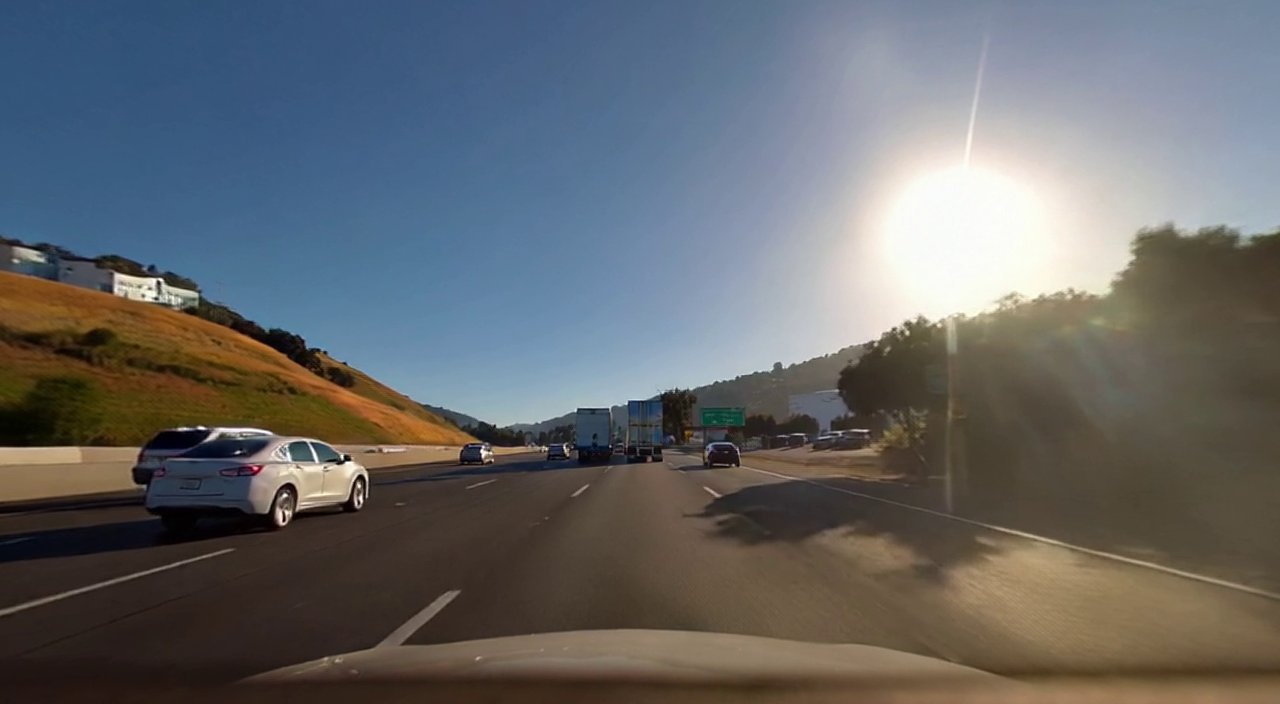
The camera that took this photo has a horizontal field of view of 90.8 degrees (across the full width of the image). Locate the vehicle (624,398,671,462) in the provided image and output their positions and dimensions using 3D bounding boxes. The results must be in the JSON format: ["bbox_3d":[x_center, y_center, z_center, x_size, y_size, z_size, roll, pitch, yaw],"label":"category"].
[{"bbox_3d":[0.442,5.807,45.895,2.969,4.104,10.906,0,-9,0],"label":"vehicle"}]

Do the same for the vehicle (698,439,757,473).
[{"bbox_3d":[3.925,4.755,29.048,2.006,1.452,4.246,0,-9,-1],"label":"vehicle"}]

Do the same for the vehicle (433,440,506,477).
[{"bbox_3d":[-7.378,4.655,27.843,1.891,1.460,4.506,0,-8,1],"label":"vehicle"}]

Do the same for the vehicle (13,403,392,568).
[{"bbox_3d":[-5.587,1.754,9.037,2.122,1.754,4.379,0,-9,2],"label":"vehicle"}]
